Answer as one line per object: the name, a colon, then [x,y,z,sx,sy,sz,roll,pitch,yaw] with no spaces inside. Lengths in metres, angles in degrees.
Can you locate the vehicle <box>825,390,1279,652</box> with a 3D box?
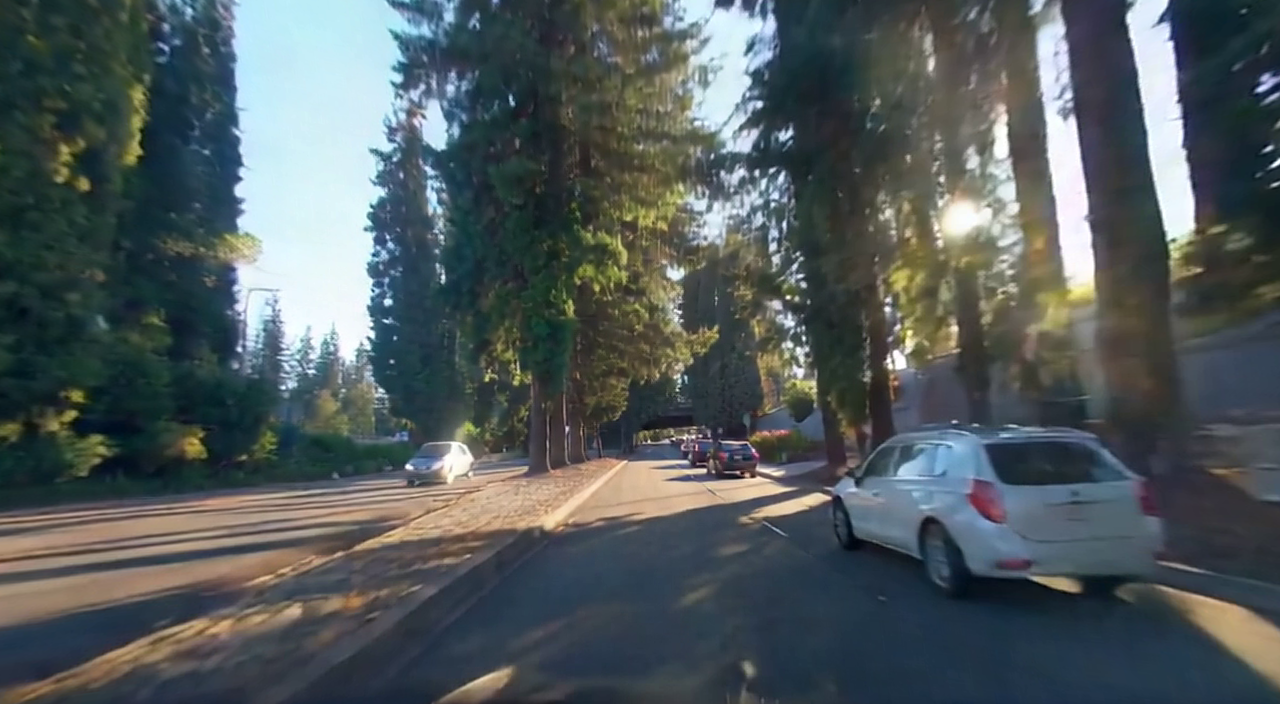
vehicle: [3.450,1.437,6.343,1.868,1.694,4.184,-1,-9,0]

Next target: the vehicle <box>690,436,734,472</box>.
vehicle: [4.014,5.792,35.849,1.985,1.895,4.496,-1,-9,1]

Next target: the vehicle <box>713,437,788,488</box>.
vehicle: [4.003,4.076,23.593,1.972,1.682,4.397,-1,-9,0]

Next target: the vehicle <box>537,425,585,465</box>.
vehicle: [-5.429,6.539,44.162,2.273,2.556,5.337,-2,-9,4]

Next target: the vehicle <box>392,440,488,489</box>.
vehicle: [-6.793,3.849,21.841,1.846,1.498,3.886,-2,-9,4]
